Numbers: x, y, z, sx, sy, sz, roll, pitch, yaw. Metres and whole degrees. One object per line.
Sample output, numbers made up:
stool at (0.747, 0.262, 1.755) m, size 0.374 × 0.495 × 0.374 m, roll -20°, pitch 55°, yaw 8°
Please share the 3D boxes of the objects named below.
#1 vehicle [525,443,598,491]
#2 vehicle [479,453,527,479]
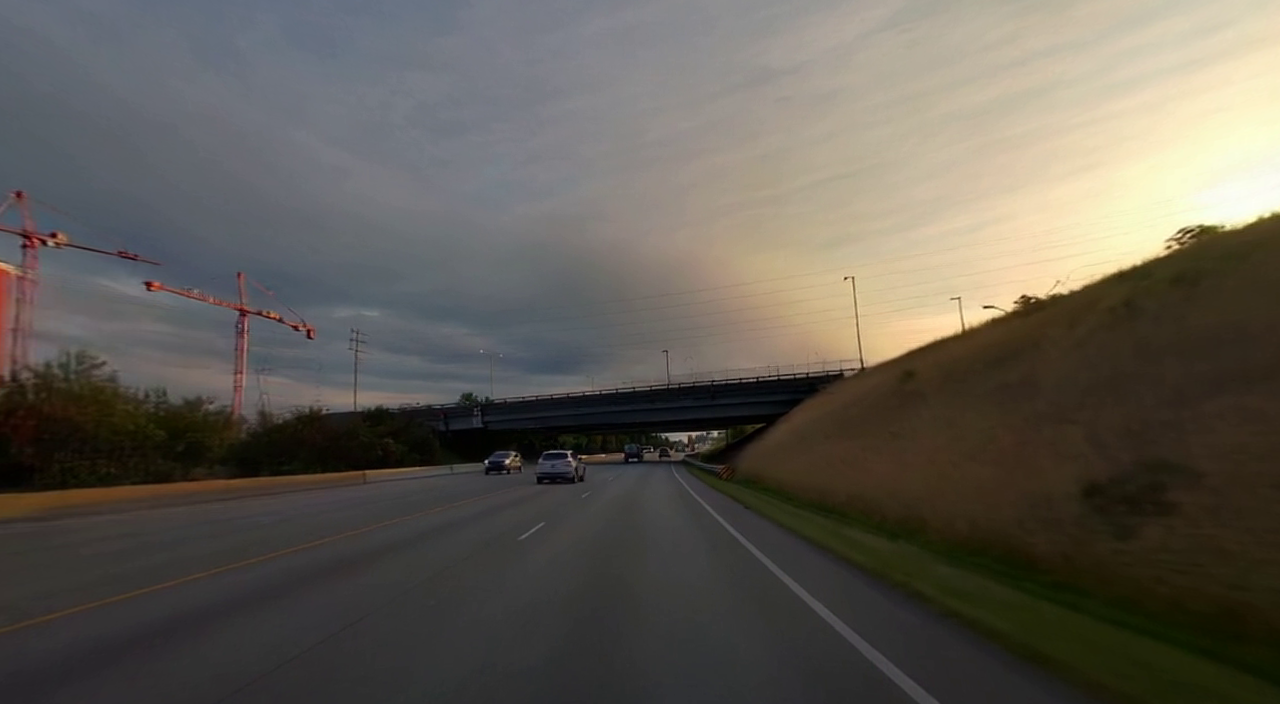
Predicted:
vehicle at (-2.873, 4.347, 24.028) m, size 2.194 × 1.648 × 3.984 m, roll -1°, pitch -9°, yaw 1°
vehicle at (-8.552, 7.133, 39.694) m, size 1.918 × 1.483 × 4.090 m, roll -1°, pitch -9°, yaw 2°
